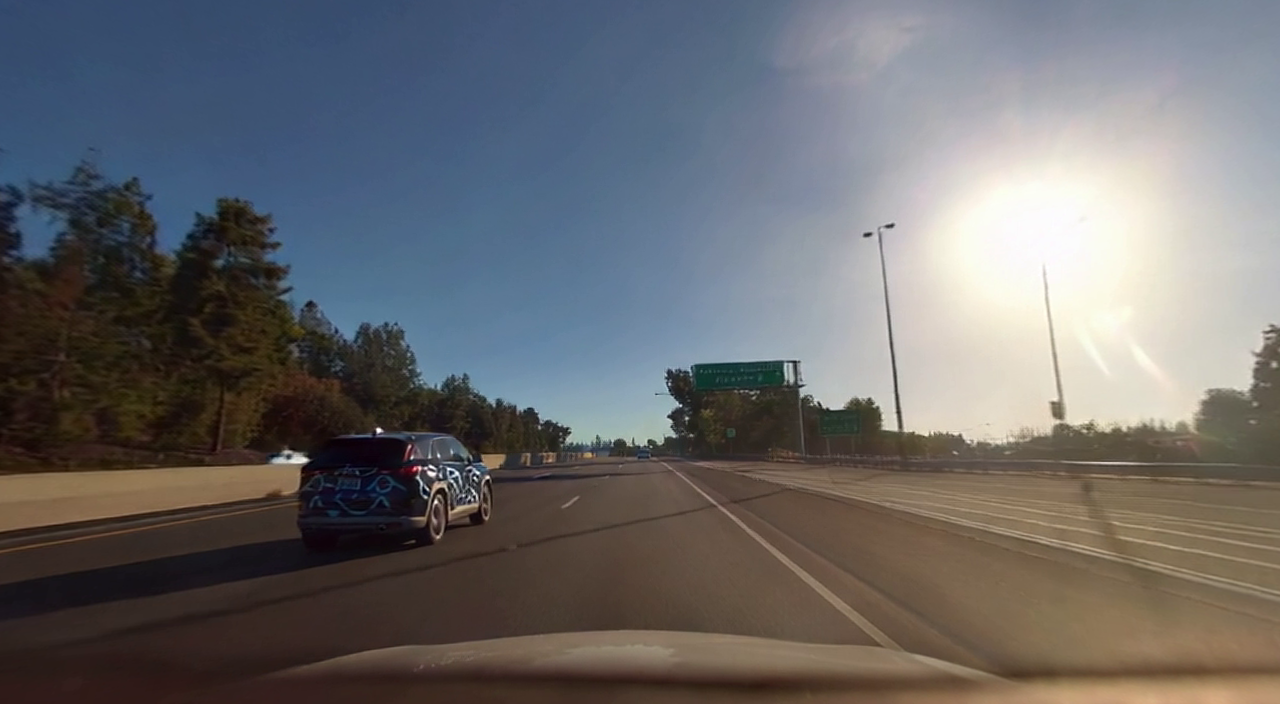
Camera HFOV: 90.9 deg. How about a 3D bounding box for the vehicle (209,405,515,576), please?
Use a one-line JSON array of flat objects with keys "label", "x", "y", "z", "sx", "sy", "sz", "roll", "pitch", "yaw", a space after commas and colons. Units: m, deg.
[{"label": "vehicle", "x": -3.433, "y": 1.819, "z": 9.117, "sx": 2.183, "sy": 1.803, "sz": 4.685, "roll": 0, "pitch": -8, "yaw": 1}]
